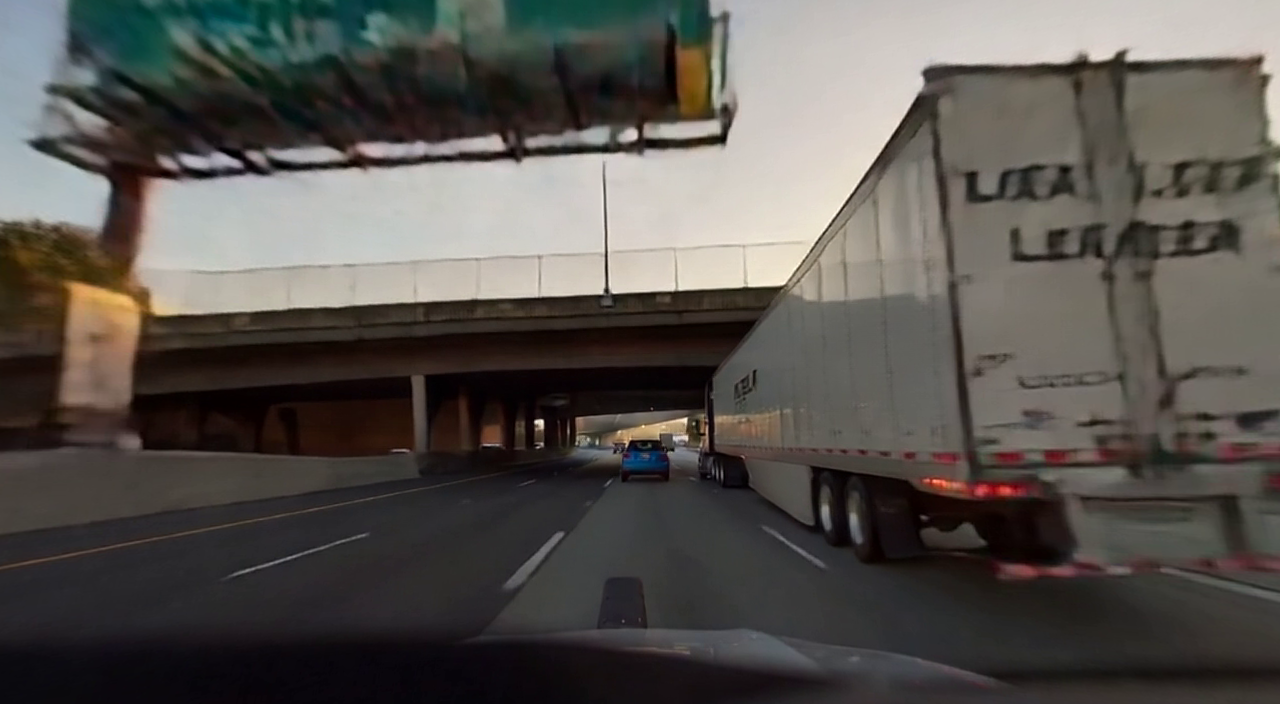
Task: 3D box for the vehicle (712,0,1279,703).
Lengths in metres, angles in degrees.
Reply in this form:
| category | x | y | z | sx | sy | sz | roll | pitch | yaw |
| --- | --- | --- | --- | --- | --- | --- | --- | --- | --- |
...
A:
| category | x | y | z | sx | sy | sz | roll | pitch | yaw |
| --- | --- | --- | --- | --- | --- | --- | --- | --- | --- |
| vehicle | 3.446 | 0.756 | 10.889 | 2.909 | 4.135 | 15.820 | -1 | -8 | 1 |

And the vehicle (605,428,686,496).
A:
| category | x | y | z | sx | sy | sz | roll | pitch | yaw |
| --- | --- | --- | --- | --- | --- | --- | --- | --- | --- |
| vehicle | 0.167 | 3.097 | 18.064 | 2.054 | 1.706 | 4.201 | 0 | -8 | 1 |

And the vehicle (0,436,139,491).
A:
| category | x | y | z | sx | sy | sz | roll | pitch | yaw |
| --- | --- | --- | --- | --- | --- | --- | --- | --- | --- |
| vehicle | -22.038 | 4.110 | 23.606 | 2.161 | 1.819 | 4.959 | -1 | -8 | 1 |
